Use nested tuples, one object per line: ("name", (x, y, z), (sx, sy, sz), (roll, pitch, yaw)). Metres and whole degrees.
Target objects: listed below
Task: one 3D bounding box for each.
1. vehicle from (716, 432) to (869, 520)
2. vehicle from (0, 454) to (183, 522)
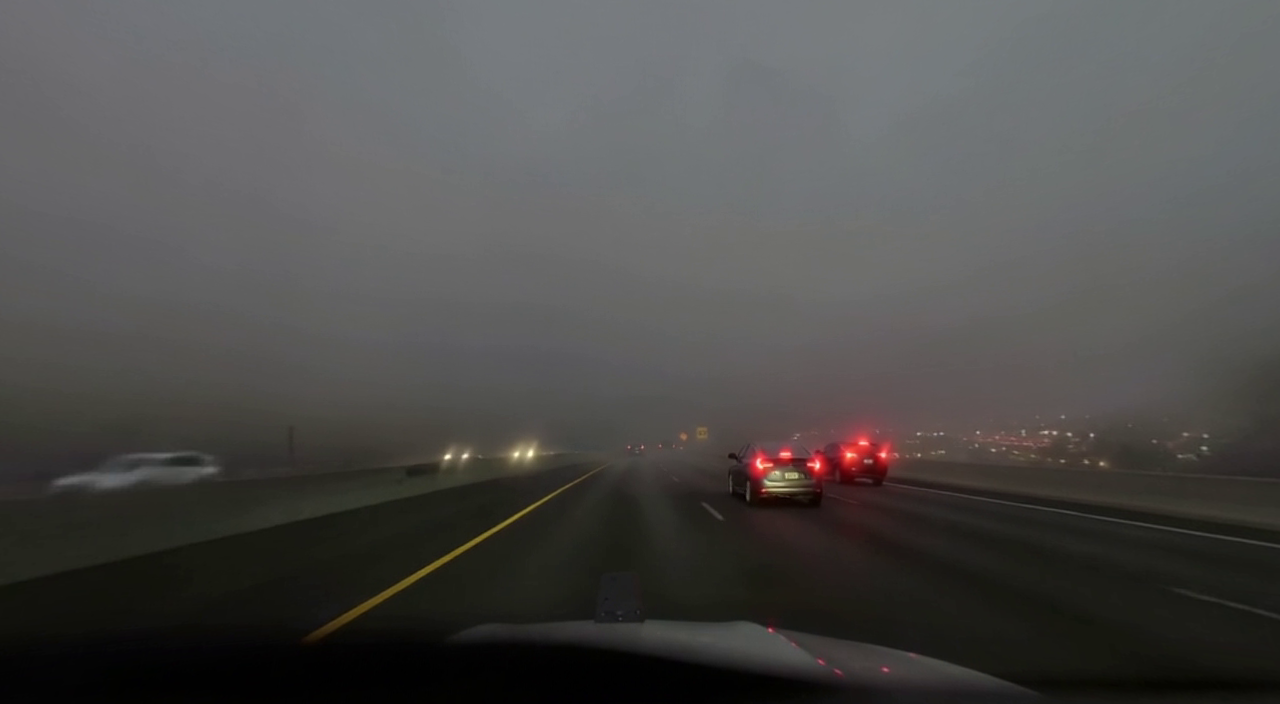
("vehicle", (2.951, 2.513, 13.404), (1.982, 1.533, 4.612), (0, -8, -2))
("vehicle", (-15.018, 3.503, 16.872), (1.974, 1.491, 4.688), (0, -8, 2))
